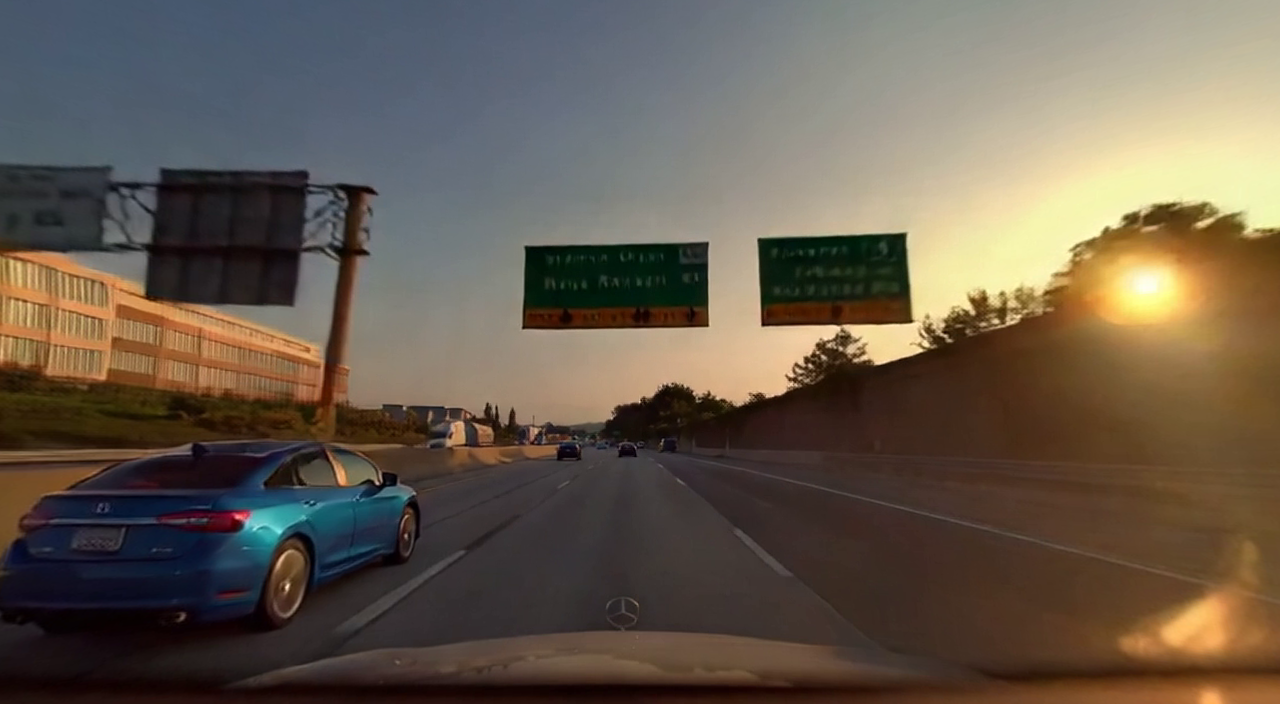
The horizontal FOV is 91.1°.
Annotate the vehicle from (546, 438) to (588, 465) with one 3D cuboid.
[{"bbox_3d":[-4.530,6.237,39.598,2.271,1.626,4.463,0,-8,-1],"label":"vehicle"}]
